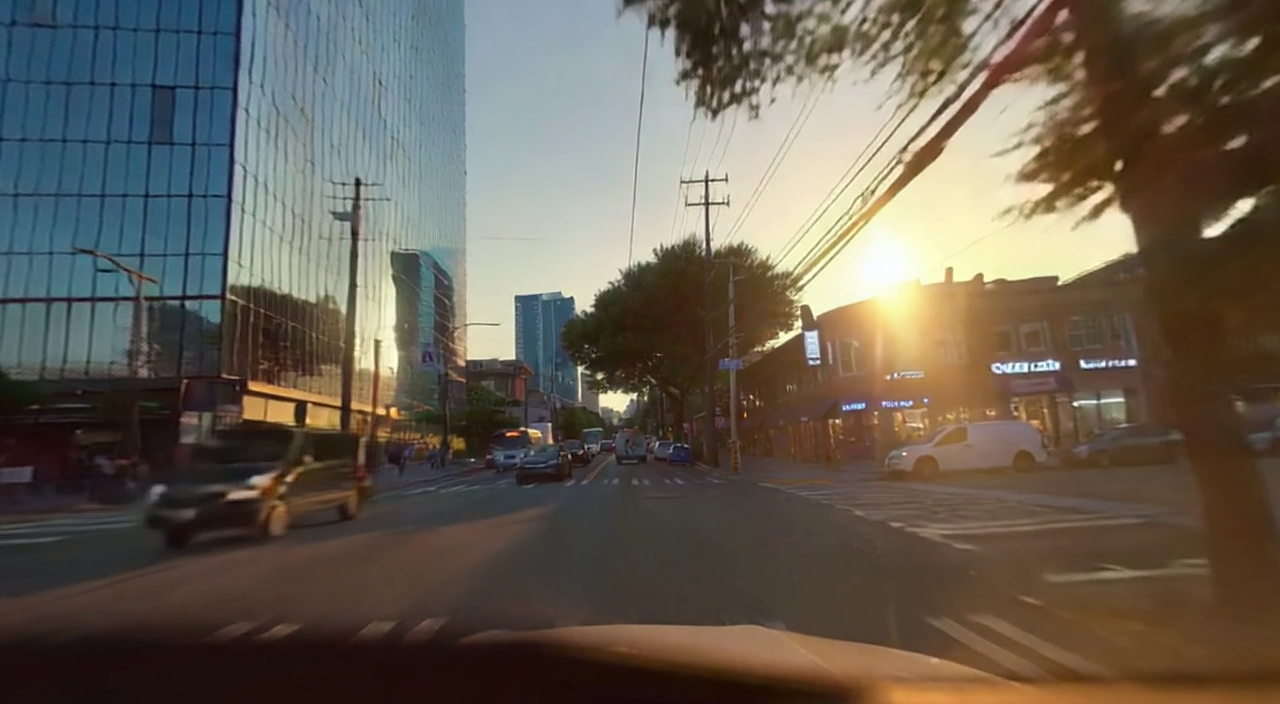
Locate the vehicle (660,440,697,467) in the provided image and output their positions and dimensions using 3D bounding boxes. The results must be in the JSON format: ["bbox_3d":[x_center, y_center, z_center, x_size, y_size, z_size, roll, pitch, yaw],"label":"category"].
[{"bbox_3d":[2.391,6.509,40.704,1.934,1.633,4.271,0,-8,-2],"label":"vehicle"}]

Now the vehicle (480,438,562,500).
[{"bbox_3d":[-3.653,3.601,20.029,2.026,1.616,4.109,-2,-7,-3],"label":"vehicle"}]

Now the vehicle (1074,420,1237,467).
[{"bbox_3d":[18.418,3.287,22.716,4.161,1.586,1.992,0,-8,-3],"label":"vehicle"}]

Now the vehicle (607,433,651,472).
[{"bbox_3d":[-0.649,5.248,33.179,2.127,1.893,4.194,0,-8,-3],"label":"vehicle"}]

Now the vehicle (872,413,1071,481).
[{"bbox_3d":[10.252,2.997,19.978,4.966,1.826,2.209,-3,-8,6],"label":"vehicle"}]

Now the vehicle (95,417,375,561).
[{"bbox_3d":[-6.628,2.216,11.193,2.090,1.975,4.657,0,-8,-4],"label":"vehicle"}]

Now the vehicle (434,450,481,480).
[{"bbox_3d":[-10.687,6.626,37.297,1.847,1.566,3.525,-1,-7,-2],"label":"vehicle"}]
